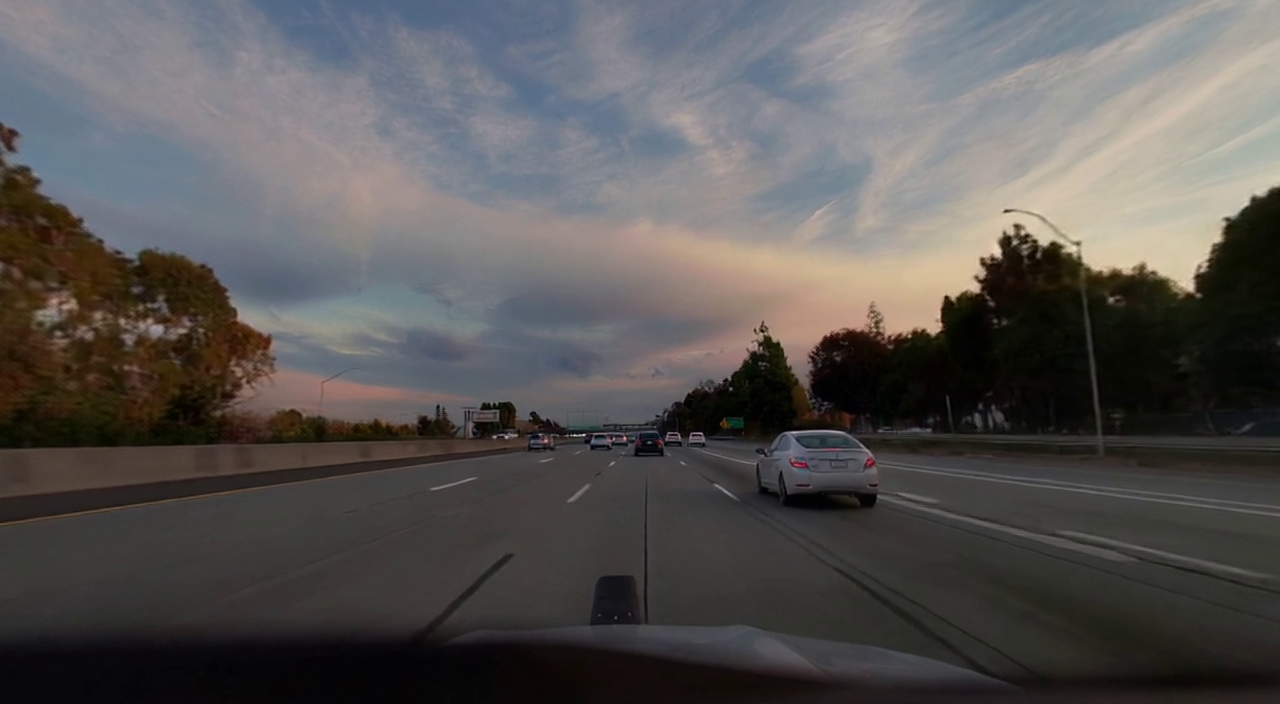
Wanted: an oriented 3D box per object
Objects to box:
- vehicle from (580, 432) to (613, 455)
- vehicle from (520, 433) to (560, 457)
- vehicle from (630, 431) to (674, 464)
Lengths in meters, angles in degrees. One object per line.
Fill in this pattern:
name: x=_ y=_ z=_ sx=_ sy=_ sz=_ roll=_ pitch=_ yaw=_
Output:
vehicle: x=-3.104 y=6.649 z=45.974 sx=2.103 sy=1.512 sz=4.155 roll=0 pitch=-8 yaw=1
vehicle: x=-6.943 y=6.490 z=44.148 sx=2.009 sy=1.537 sz=4.449 roll=0 pitch=-8 yaw=0
vehicle: x=0.601 y=5.152 z=34.460 sx=2.240 sy=1.646 sz=4.949 roll=0 pitch=-8 yaw=0
